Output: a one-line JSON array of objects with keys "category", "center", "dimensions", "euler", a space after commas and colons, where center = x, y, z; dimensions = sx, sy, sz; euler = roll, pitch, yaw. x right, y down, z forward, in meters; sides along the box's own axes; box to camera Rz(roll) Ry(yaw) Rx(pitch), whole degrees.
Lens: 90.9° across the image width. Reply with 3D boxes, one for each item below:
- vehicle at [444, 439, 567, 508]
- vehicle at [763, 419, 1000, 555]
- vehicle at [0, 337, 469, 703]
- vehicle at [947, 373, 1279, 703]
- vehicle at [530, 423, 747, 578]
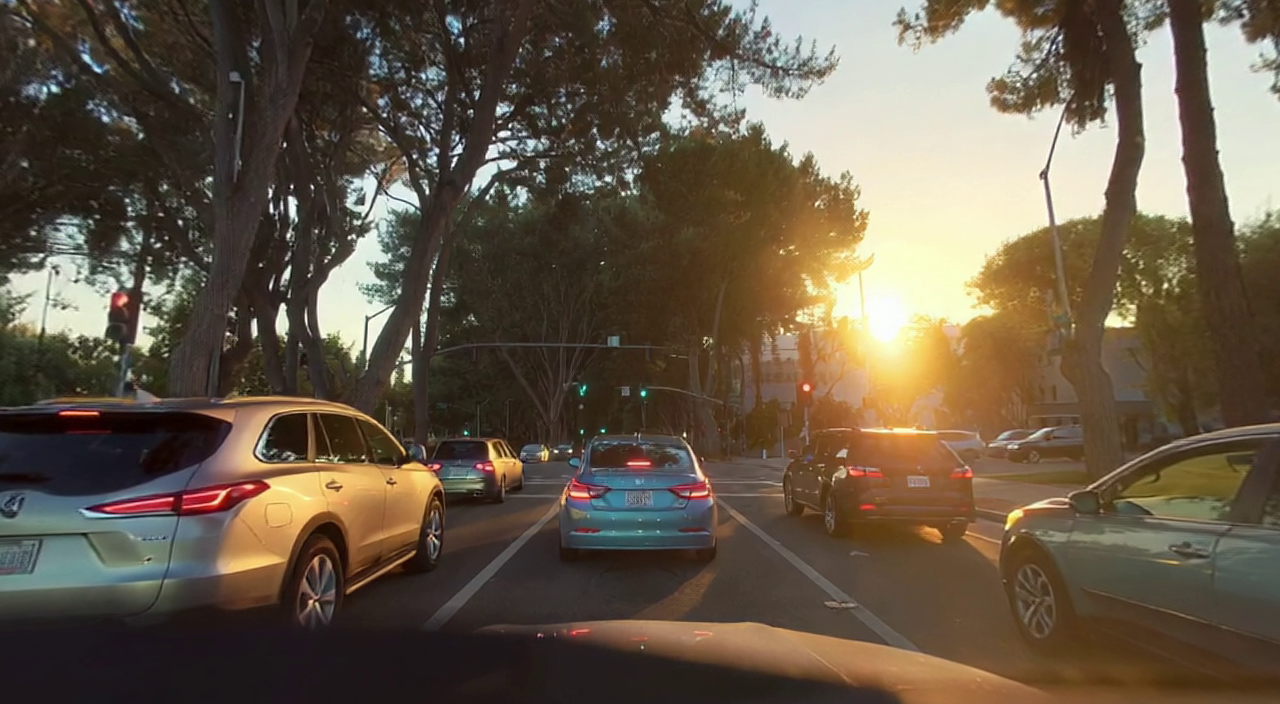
[{"category": "vehicle", "center": [-3.063, 2.858, 15.309], "dimensions": [1.975, 1.420, 4.196], "euler": [0, -8, 1]}, {"category": "vehicle", "center": [3.401, 1.990, 10.009], "dimensions": [2.040, 1.647, 4.379], "euler": [0, -8, 1]}, {"category": "vehicle", "center": [-3.147, 1.145, 5.044], "dimensions": [2.168, 1.750, 4.625], "euler": [-1, -8, 1]}, {"category": "vehicle", "center": [3.317, 0.948, 2.824], "dimensions": [1.899, 1.588, 3.888], "euler": [0, -8, 0]}, {"category": "vehicle", "center": [-0.036, 1.775, 8.319], "dimensions": [2.147, 1.507, 3.953], "euler": [0, -8, -1]}]
